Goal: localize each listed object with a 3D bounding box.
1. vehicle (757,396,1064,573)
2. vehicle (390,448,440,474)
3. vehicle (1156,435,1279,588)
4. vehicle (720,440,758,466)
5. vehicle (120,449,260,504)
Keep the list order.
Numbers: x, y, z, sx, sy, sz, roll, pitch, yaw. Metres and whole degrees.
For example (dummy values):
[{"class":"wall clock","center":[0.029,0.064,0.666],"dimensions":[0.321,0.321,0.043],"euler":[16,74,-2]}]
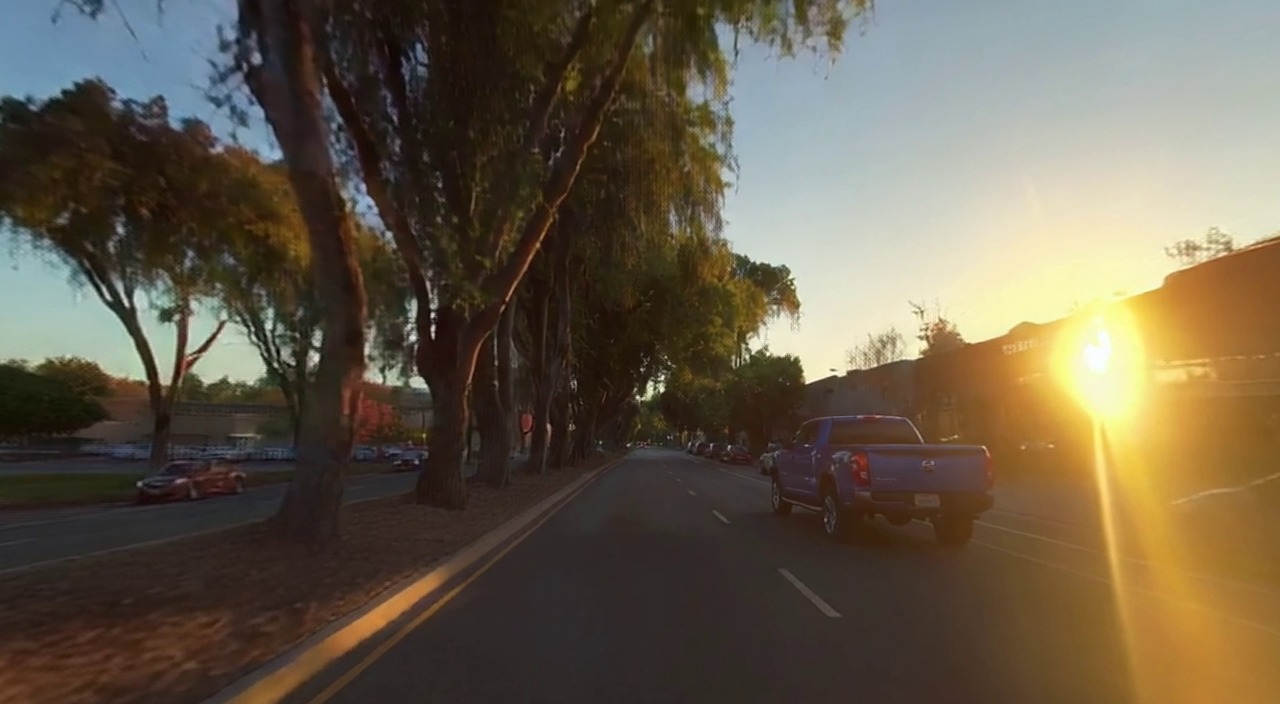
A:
[{"class":"vehicle","center":[3.325,1.781,9.312],"dimensions":[2.085,1.828,5.383],"euler":[0,-8,-1]},{"class":"vehicle","center":[-16.023,7.771,45.072],"dimensions":[1.919,1.616,4.723],"euler":[-2,-8,-1]},{"class":"vehicle","center":[7.561,1.515,5.597],"dimensions":[2.076,1.536,4.423],"euler":[1,-8,-2]},{"class":"vehicle","center":[7.431,7.640,47.825],"dimensions":[1.961,1.840,5.264],"euler":[0,-8,-1]},{"class":"vehicle","center":[-15.951,4.376,22.675],"dimensions":[1.913,1.734,4.357],"euler":[0,-8,-2]}]
